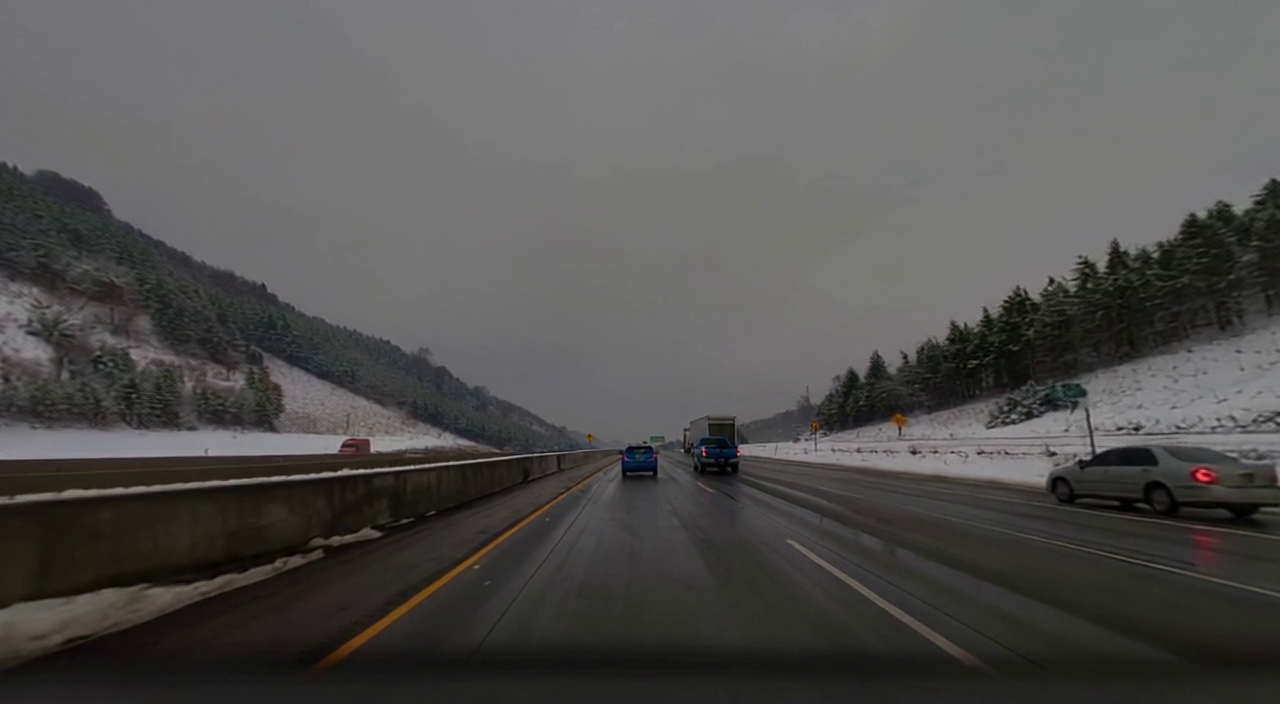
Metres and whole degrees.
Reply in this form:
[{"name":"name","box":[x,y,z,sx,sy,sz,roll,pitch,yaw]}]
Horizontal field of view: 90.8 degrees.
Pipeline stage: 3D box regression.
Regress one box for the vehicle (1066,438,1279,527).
[{"name":"vehicle","box":[11.086,2.489,12.685,1.945,1.451,4.397,0,-9,-1]}]

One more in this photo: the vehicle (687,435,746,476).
[{"name":"vehicle","box":[3.634,5.029,30.859,2.098,1.794,4.561,0,-9,-2]}]

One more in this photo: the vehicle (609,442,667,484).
[{"name":"vehicle","box":[-0.122,4.266,24.541,2.083,1.477,3.965,0,-9,-1]}]
